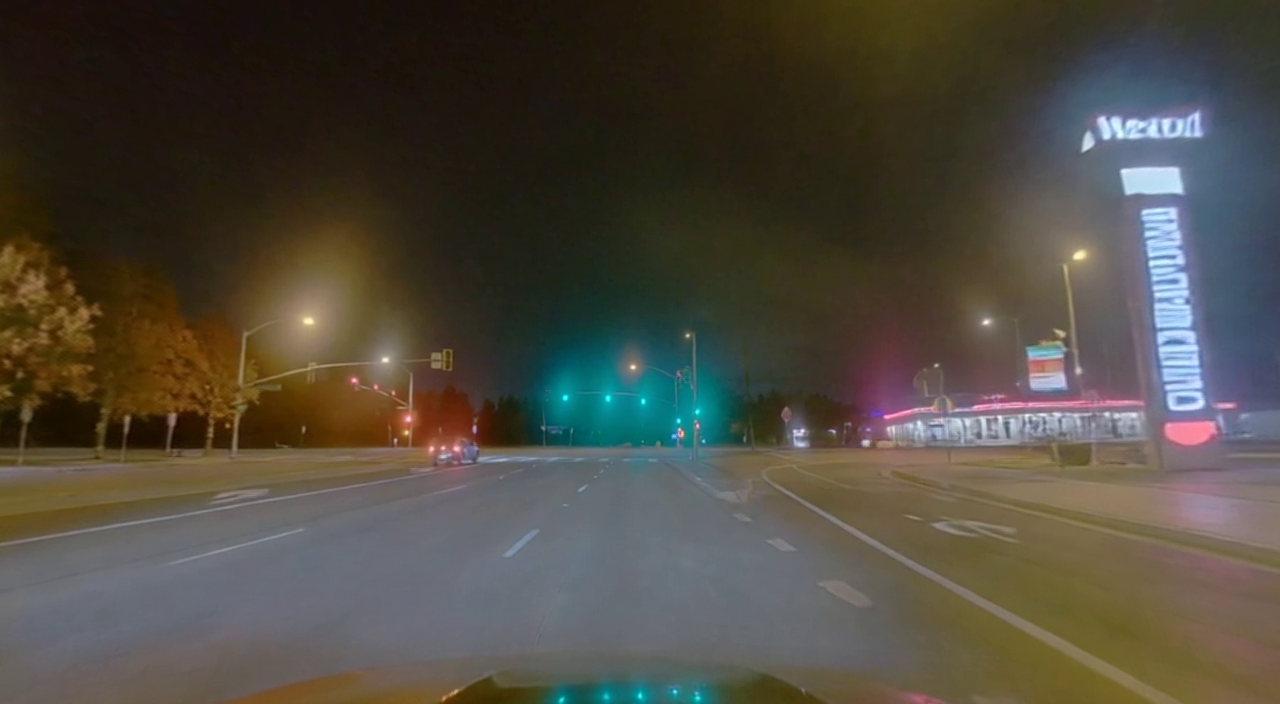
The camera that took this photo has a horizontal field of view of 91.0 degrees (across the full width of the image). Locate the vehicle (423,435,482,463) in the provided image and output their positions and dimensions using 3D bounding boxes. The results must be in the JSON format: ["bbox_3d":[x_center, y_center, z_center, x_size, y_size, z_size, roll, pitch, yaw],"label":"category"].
[{"bbox_3d":[-10.737,5.615,36.493,1.924,1.502,4.727,0,-9,1],"label":"vehicle"}]
